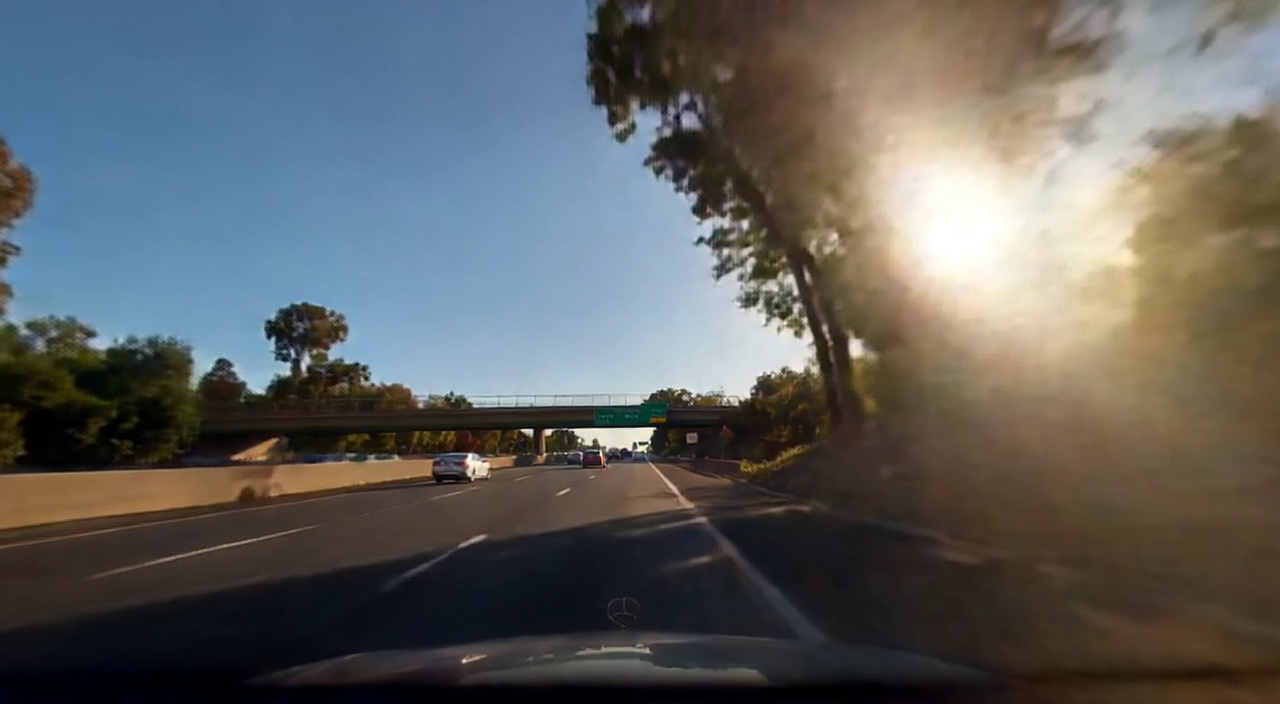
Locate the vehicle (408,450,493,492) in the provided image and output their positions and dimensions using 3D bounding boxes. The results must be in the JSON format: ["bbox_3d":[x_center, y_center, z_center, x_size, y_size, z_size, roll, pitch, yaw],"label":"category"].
[{"bbox_3d":[-7.567,4.780,25.683,2.002,1.507,4.631,0,-9,1],"label":"vehicle"}]

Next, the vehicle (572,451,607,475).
[{"bbox_3d":[-3.572,7.918,45.224,2.102,1.571,4.666,0,-9,0],"label":"vehicle"}]
